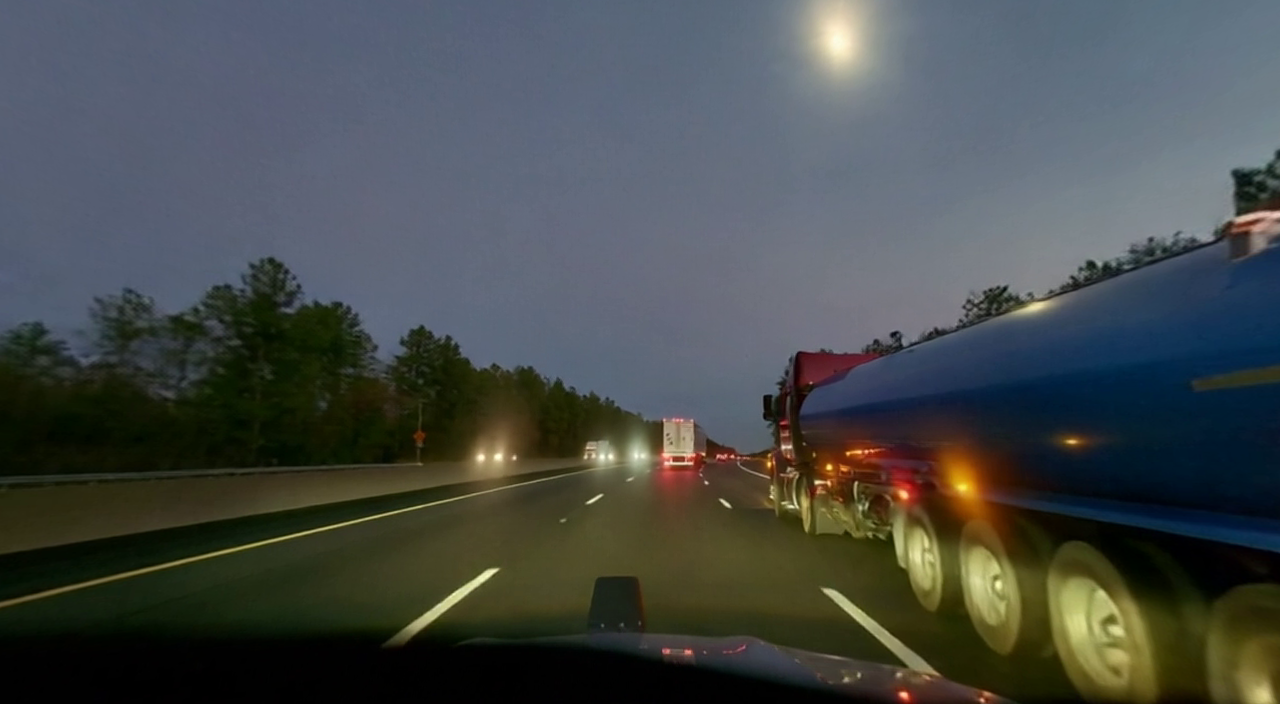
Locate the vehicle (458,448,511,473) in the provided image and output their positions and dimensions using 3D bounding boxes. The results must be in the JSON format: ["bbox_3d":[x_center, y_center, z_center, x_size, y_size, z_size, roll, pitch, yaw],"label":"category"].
[{"bbox_3d":[-11.038,7.731,45.203,2.175,1.685,4.797,-1,-9,5],"label":"vehicle"}]
